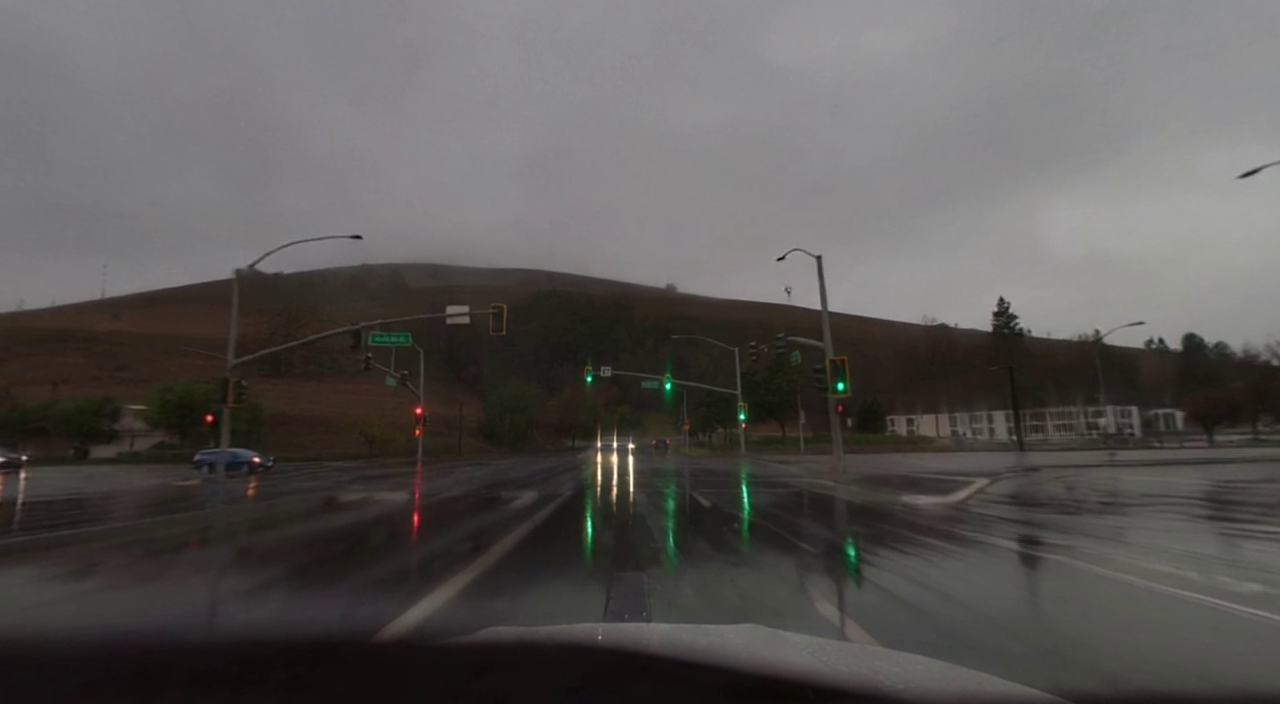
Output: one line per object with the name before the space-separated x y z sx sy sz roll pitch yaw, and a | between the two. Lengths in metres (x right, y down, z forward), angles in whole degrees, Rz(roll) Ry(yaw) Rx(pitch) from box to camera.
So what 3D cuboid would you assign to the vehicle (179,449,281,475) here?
vehicle | -23.344 6.241 35.950 4.518 1.423 1.888 0 -9 3
